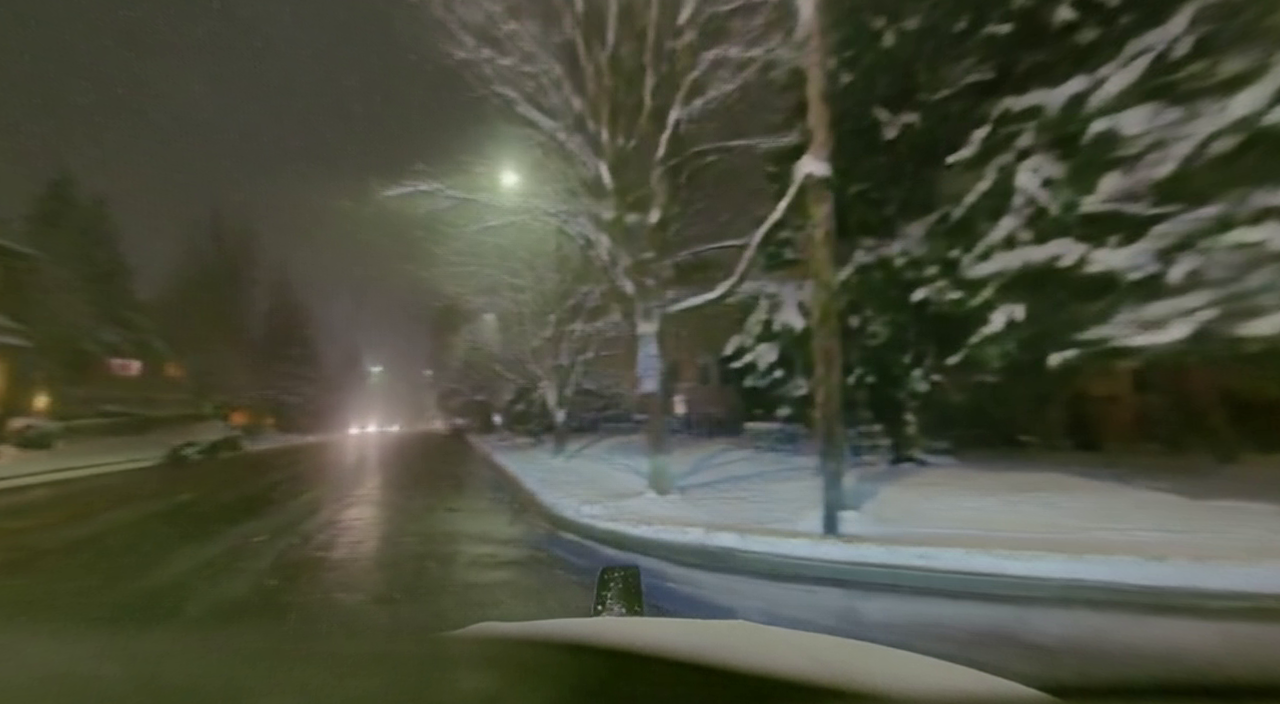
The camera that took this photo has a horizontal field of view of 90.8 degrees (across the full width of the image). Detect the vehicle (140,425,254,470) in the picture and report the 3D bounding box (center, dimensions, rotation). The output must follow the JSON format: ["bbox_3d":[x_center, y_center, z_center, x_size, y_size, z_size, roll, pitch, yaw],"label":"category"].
[{"bbox_3d":[-16.307,3.524,23.557,1.954,1.490,4.292,2,-8,-13],"label":"vehicle"}]

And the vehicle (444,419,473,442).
[{"bbox_3d":[-14.209,6.172,49.462,2.018,1.665,4.226,2,-8,-16],"label":"vehicle"}]

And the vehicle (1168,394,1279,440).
[{"bbox_3d":[21.240,2.271,21.559,1.855,1.470,4.531,2,-8,-16],"label":"vehicle"}]
